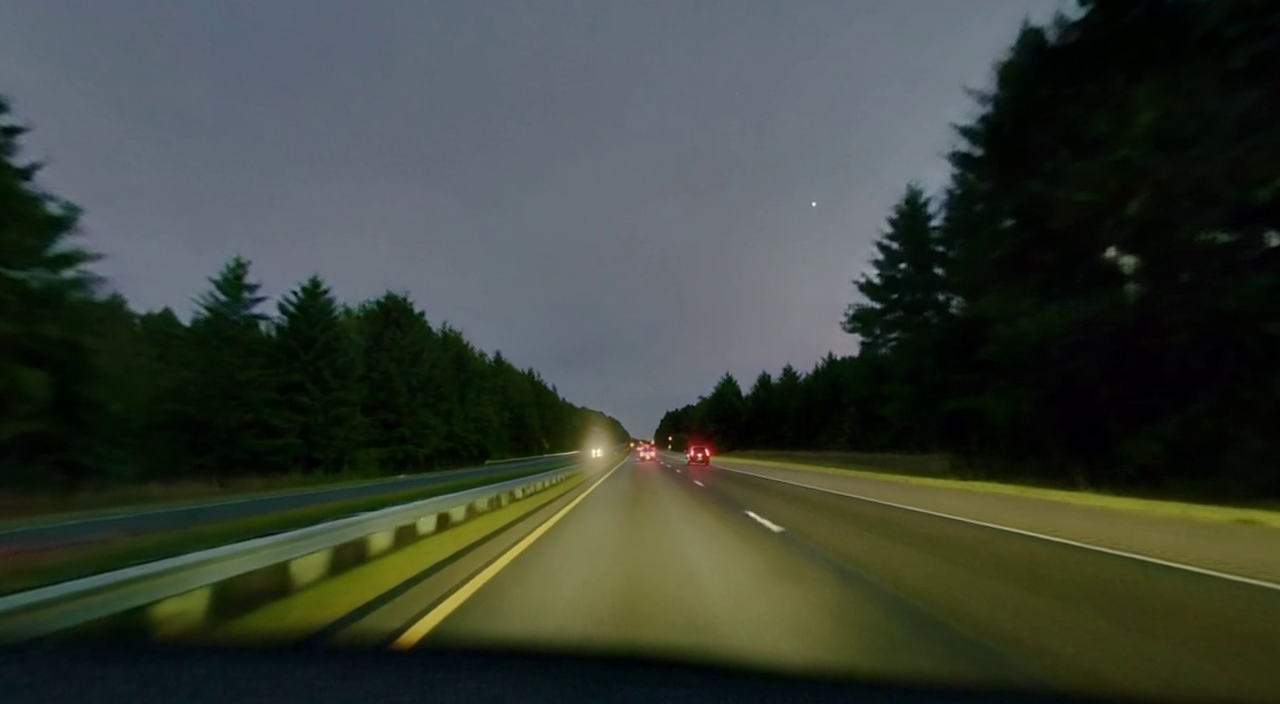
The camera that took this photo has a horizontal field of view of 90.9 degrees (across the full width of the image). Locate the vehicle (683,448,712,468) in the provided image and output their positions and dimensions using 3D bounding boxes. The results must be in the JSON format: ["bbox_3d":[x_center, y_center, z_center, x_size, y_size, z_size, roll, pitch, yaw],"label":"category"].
[{"bbox_3d":[4.437,8.264,49.100,1.846,1.485,3.679,0,-9,-1],"label":"vehicle"}]

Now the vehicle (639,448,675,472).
[{"bbox_3d":[1.076,7.010,41.026,2.162,1.492,3.975,0,-9,-1],"label":"vehicle"}]
